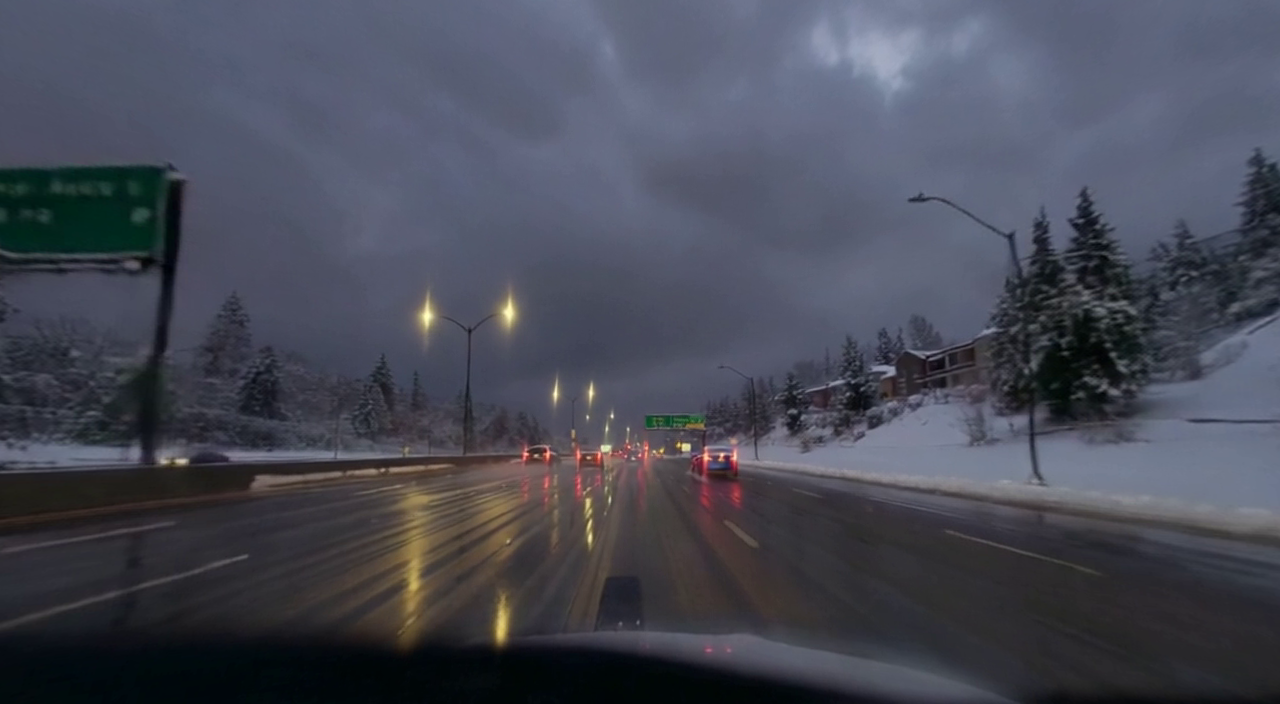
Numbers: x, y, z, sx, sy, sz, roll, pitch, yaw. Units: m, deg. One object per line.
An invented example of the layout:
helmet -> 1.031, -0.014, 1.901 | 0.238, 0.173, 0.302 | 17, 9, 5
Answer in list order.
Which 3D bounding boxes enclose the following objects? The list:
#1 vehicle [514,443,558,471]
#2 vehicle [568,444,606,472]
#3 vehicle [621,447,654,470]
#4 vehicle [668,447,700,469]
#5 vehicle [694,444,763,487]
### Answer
vehicle -> -6.850, 6.953, 41.972 | 2.112, 1.721, 4.381 | 0, -9, 1
vehicle -> -3.308, 6.701, 40.112 | 2.091, 1.664, 4.157 | 0, -9, 0
vehicle -> -0.177, 7.311, 43.588 | 2.166, 1.496, 4.158 | 0, -9, 0
vehicle -> 3.208, 7.809, 46.391 | 2.036, 1.517, 4.256 | 0, -9, 0
vehicle -> 3.428, 4.514, 25.389 | 2.077, 1.527, 4.553 | 0, -9, -1
